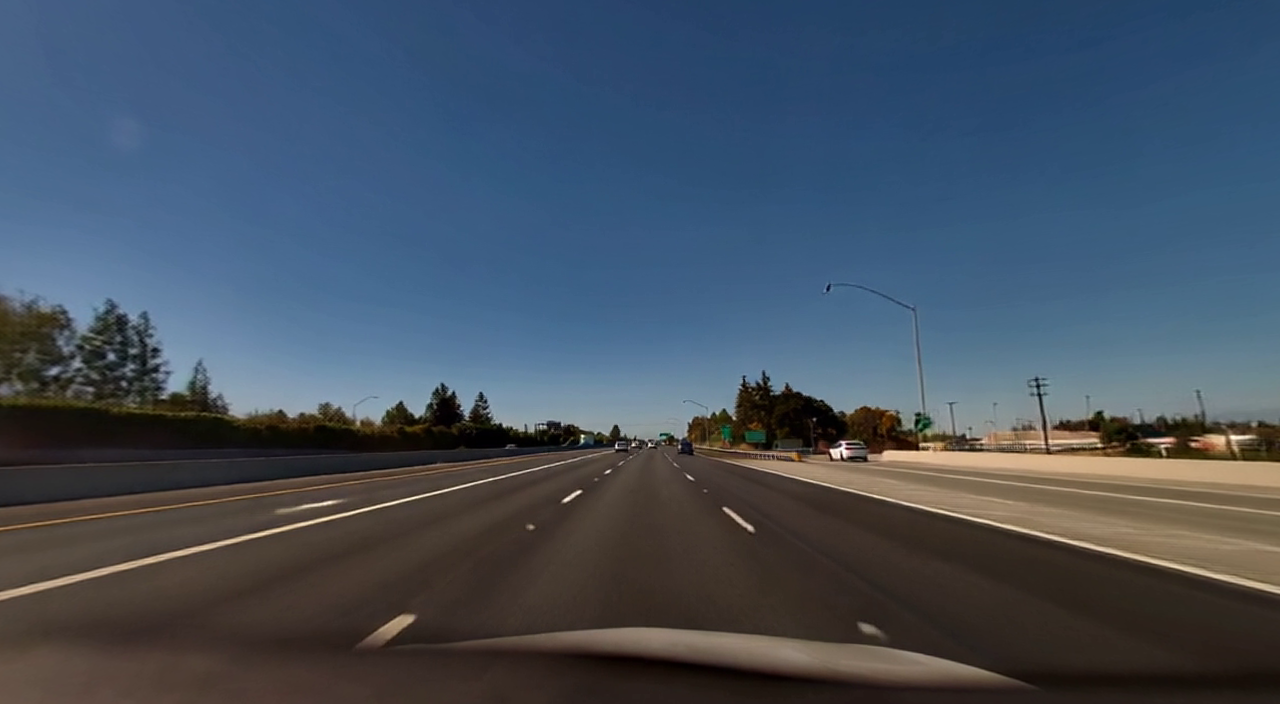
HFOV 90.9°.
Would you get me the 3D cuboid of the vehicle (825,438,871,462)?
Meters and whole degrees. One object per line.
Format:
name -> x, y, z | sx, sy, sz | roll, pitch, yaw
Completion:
vehicle -> 15.579, 7.367, 47.448 | 2.039, 1.658, 4.457 | 0, -8, 3
